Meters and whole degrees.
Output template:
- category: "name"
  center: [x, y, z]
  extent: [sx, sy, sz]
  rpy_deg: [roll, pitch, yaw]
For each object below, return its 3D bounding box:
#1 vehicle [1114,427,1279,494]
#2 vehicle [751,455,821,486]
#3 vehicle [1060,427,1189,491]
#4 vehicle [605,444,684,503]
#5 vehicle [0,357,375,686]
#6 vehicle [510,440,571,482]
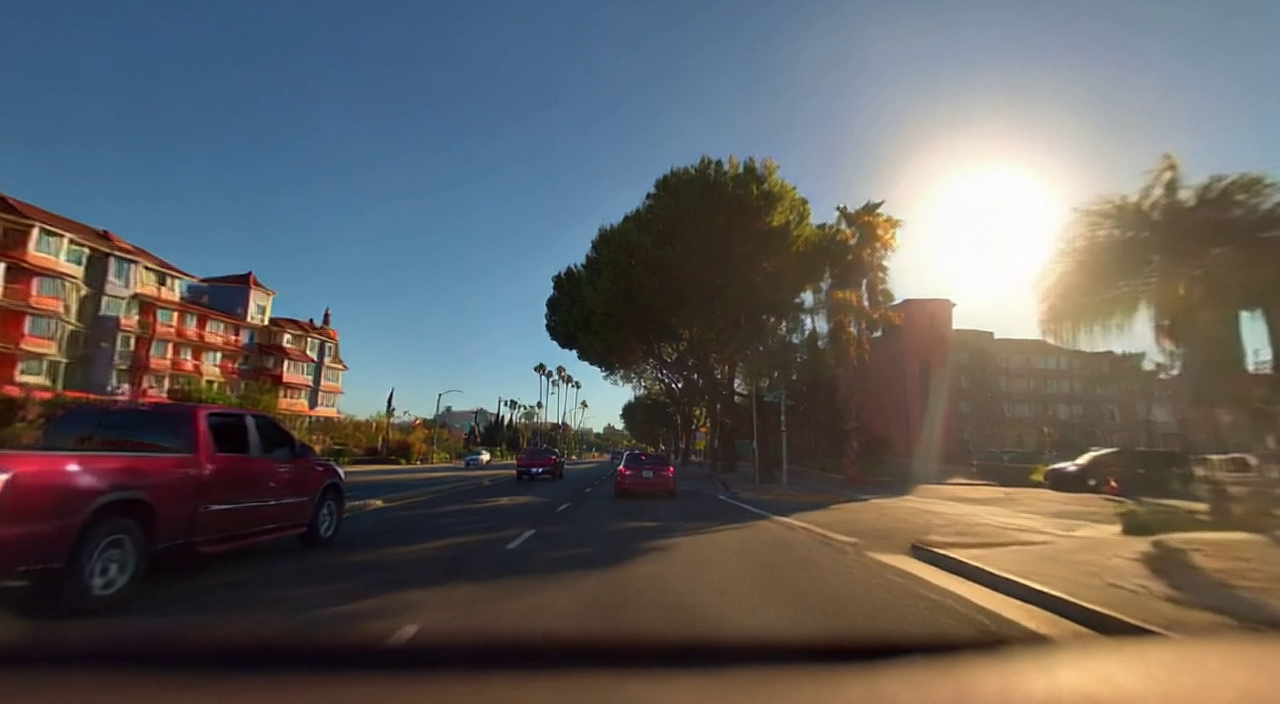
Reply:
- category: "vehicle"
  center: [38.889, 7.427, 42.944]
  extent: [10.136, 4.260, 3.014]
  rpy_deg: [0, -9, 2]
- category: "vehicle"
  center: [6.721, 5.357, 28.718]
  extent: [2.949, 1.209, 3.070]
  rpy_deg: [-1, -9, 15]
- category: "vehicle"
  center: [32.995, 7.324, 42.987]
  extent: [5.858, 4.169, 3.001]
  rpy_deg: [-1, -10, 2]
- category: "vehicle"
  center: [0.074, 3.586, 18.962]
  extent: [2.122, 1.562, 4.152]
  rpy_deg: [0, -9, -1]
- category: "vehicle"
  center: [-4.862, 1.313, 5.786]
  extent: [2.187, 1.904, 6.103]
  rpy_deg: [0, -9, 0]
- category: "vehicle"
  center: [-5.193, 5.800, 33.836]
  extent: [2.447, 2.062, 5.911]
  rpy_deg: [0, -9, -1]
